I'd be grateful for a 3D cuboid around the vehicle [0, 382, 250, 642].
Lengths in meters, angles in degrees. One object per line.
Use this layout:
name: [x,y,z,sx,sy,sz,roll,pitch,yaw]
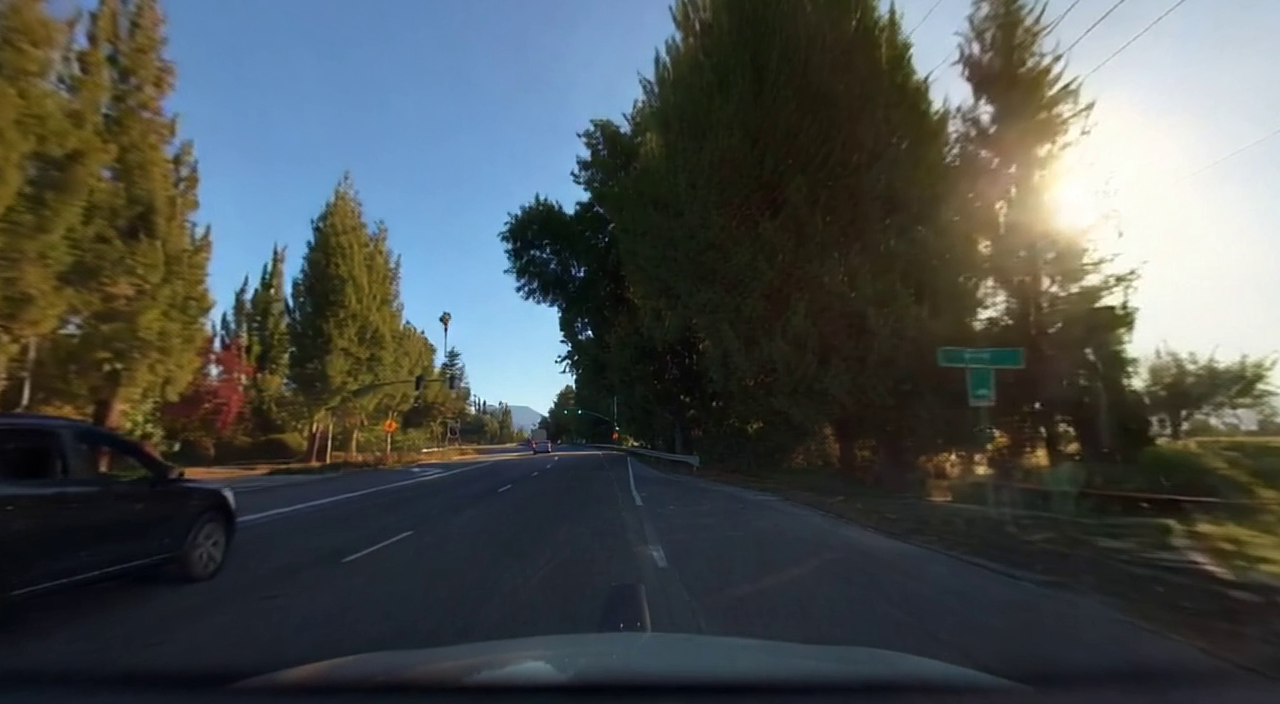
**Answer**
vehicle: [-5.505,1.110,4.443,2.374,1.727,5.175,0,-9,-3]
